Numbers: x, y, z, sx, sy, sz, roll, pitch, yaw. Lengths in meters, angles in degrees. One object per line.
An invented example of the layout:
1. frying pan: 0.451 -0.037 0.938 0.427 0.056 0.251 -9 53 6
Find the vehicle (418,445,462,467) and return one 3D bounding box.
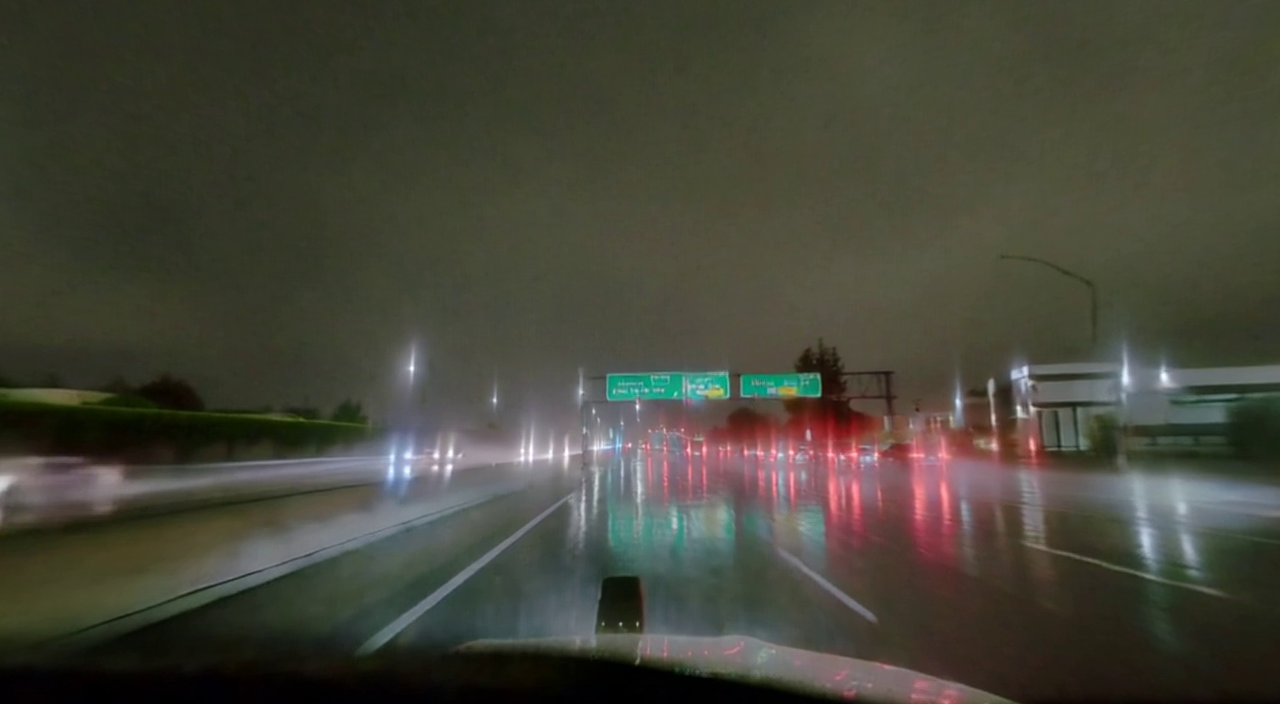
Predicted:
1. vehicle: -15.362 7.947 48.675 1.918 1.569 4.146 0 -8 2

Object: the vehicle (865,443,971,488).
1. vehicle: 9.774 3.992 22.596 1.836 1.418 4.132 0 -9 -1
